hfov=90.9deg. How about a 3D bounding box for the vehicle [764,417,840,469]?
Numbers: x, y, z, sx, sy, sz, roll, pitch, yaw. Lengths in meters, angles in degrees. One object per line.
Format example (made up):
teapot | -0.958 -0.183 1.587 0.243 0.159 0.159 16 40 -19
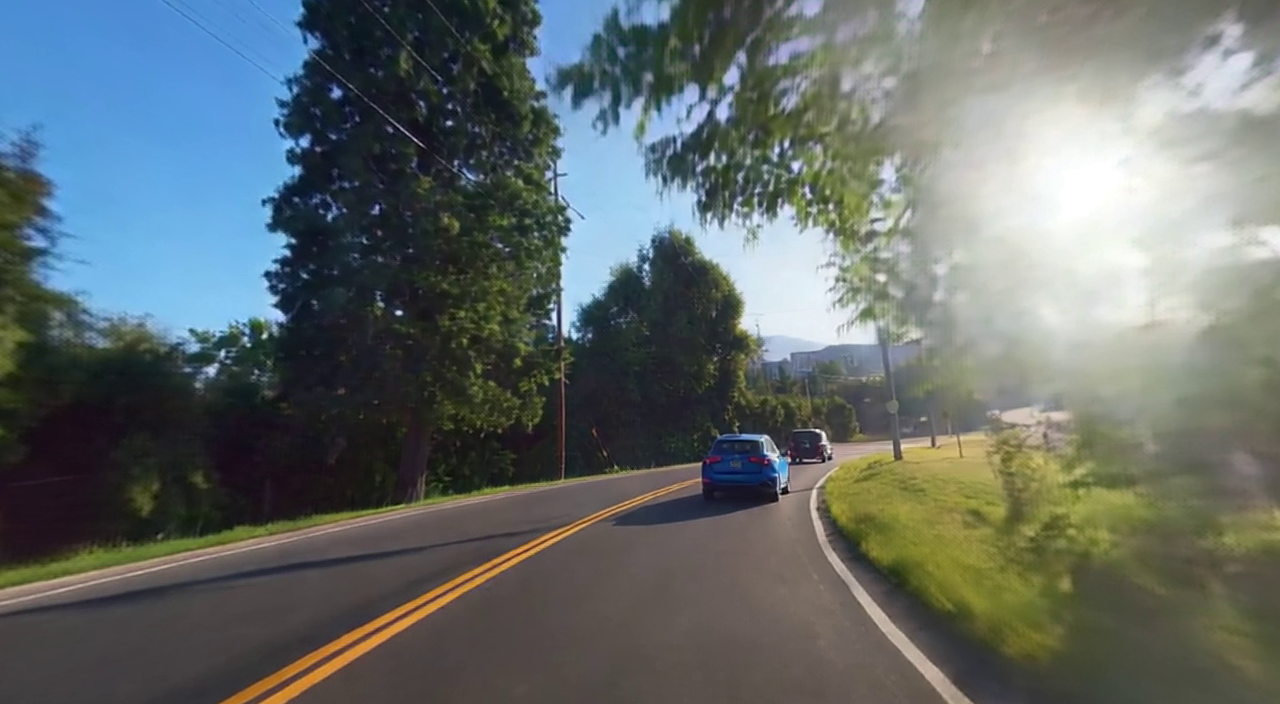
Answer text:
vehicle | 7.703 4.282 29.440 2.376 2.145 5.953 -4 -9 24

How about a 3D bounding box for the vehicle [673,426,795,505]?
vehicle | 2.375 2.609 14.922 2.157 1.565 4.243 -3 -9 18
